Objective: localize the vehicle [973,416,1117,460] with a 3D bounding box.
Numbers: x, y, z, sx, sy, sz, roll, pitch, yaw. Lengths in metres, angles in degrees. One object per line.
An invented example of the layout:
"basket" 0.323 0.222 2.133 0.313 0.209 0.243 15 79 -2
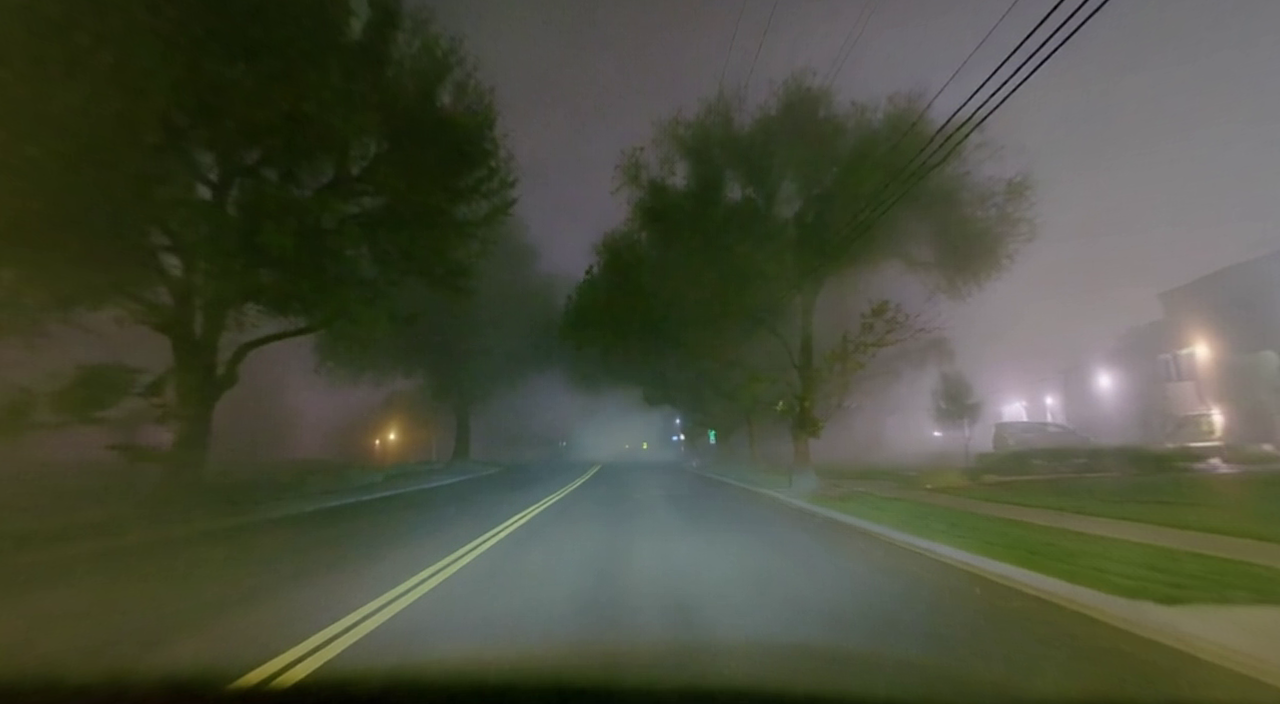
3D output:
"vehicle" 16.955 3.629 26.522 4.562 1.736 2.092 0 -8 -2
